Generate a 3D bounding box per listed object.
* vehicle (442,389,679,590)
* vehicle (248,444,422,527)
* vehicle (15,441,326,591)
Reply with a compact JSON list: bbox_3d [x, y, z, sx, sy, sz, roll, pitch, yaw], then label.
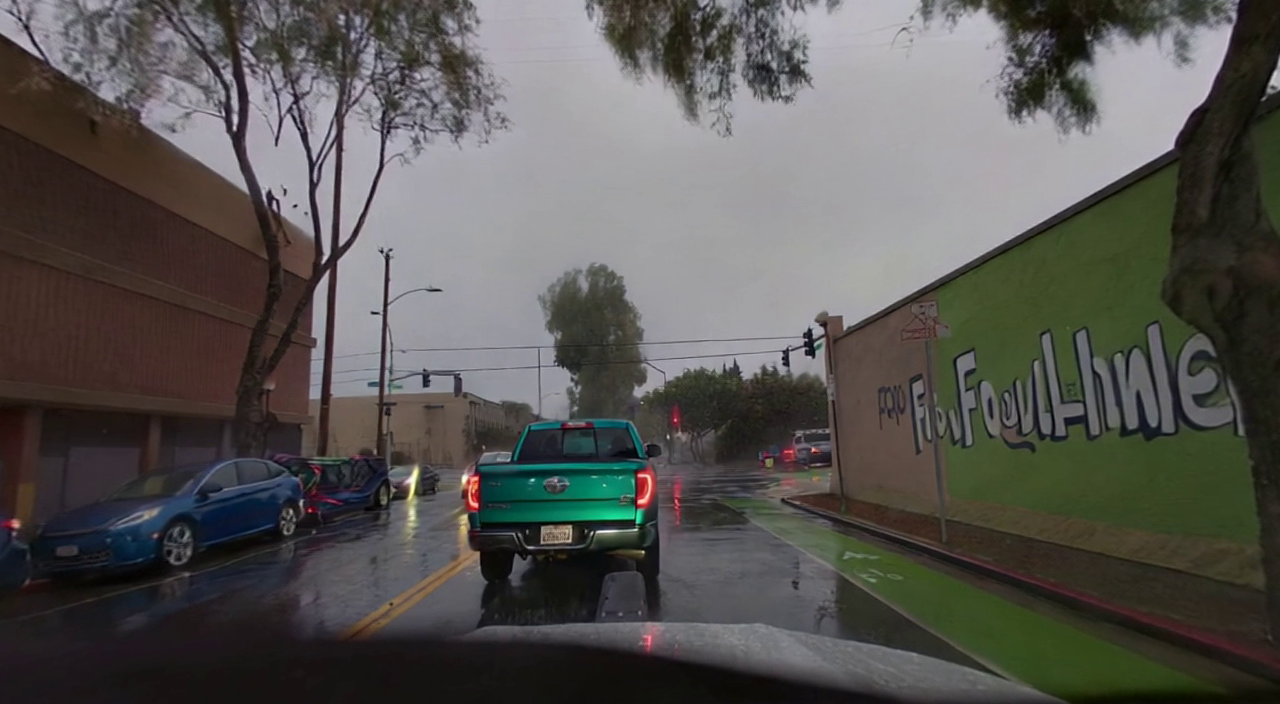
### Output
[{"bbox_3d":[-0.715,1.633,8.321,2.215,1.882,4.611,0,-8,1],"label":"vehicle"},{"bbox_3d":[-7.396,3.228,16.058,1.884,1.730,5.076,0,-8,0],"label":"vehicle"},{"bbox_3d":[-7.168,2.423,10.385,1.882,1.686,4.489,-6,-8,-3],"label":"vehicle"}]
